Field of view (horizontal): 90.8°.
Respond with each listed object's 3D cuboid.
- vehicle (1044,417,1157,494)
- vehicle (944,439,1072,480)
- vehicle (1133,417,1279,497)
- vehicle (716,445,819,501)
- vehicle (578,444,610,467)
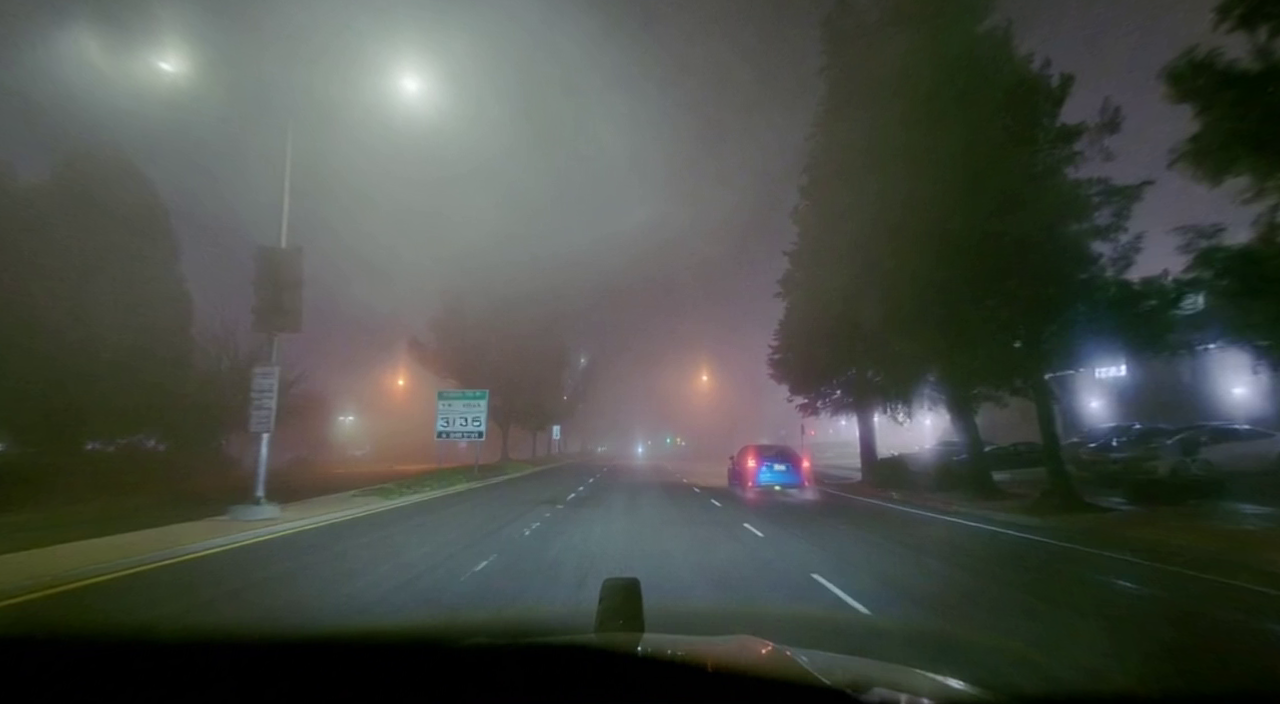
[{"bbox_3d":[14.959,3.371,20.898,2.359,2.154,5.815,-5,-10,31],"label":"vehicle"},{"bbox_3d":[15.398,4.502,26.618,4.112,1.642,2.055,0,-8,-2],"label":"vehicle"},{"bbox_3d":[17.619,3.268,20.002,2.352,2.140,5.254,-5,-10,30],"label":"vehicle"},{"bbox_3d":[3.711,3.585,19.281,2.033,1.482,4.571,0,-8,-2],"label":"vehicle"},{"bbox_3d":[-3.550,8.109,49.605,2.184,1.698,4.324,0,-8,0],"label":"vehicle"}]
